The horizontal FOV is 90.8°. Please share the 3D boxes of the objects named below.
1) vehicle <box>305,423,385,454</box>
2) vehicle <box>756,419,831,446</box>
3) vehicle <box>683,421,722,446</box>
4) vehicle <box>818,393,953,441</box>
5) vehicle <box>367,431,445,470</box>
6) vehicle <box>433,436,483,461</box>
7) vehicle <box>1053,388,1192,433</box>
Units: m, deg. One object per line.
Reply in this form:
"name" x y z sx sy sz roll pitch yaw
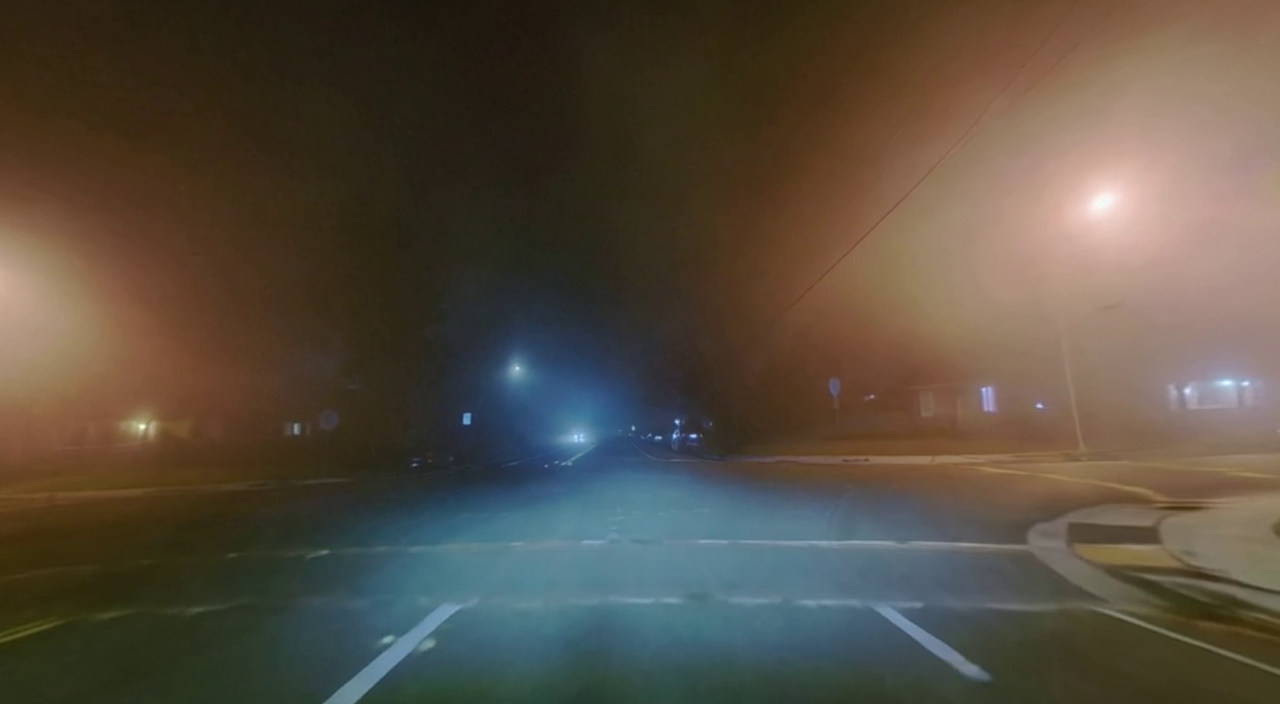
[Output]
"vehicle" -21.134 6.239 45.355 4.828 2.134 2.187 -3 -9 16
"vehicle" 10.365 5.485 42.830 4.512 1.477 1.927 -3 -9 -3
"vehicle" 4.708 6.239 48.115 2.184 1.770 4.651 0 -8 -4
"vehicle" 13.167 3.608 34.196 6.244 2.050 2.209 -10 -13 38
"vehicle" -11.302 4.786 30.864 2.037 1.755 4.434 0 -8 1
"vehicle" -11.197 5.991 39.259 1.948 1.410 4.361 0 -8 -2
"vehicle" 22.781 2.785 29.968 4.831 2.013 2.082 0 -8 -2
